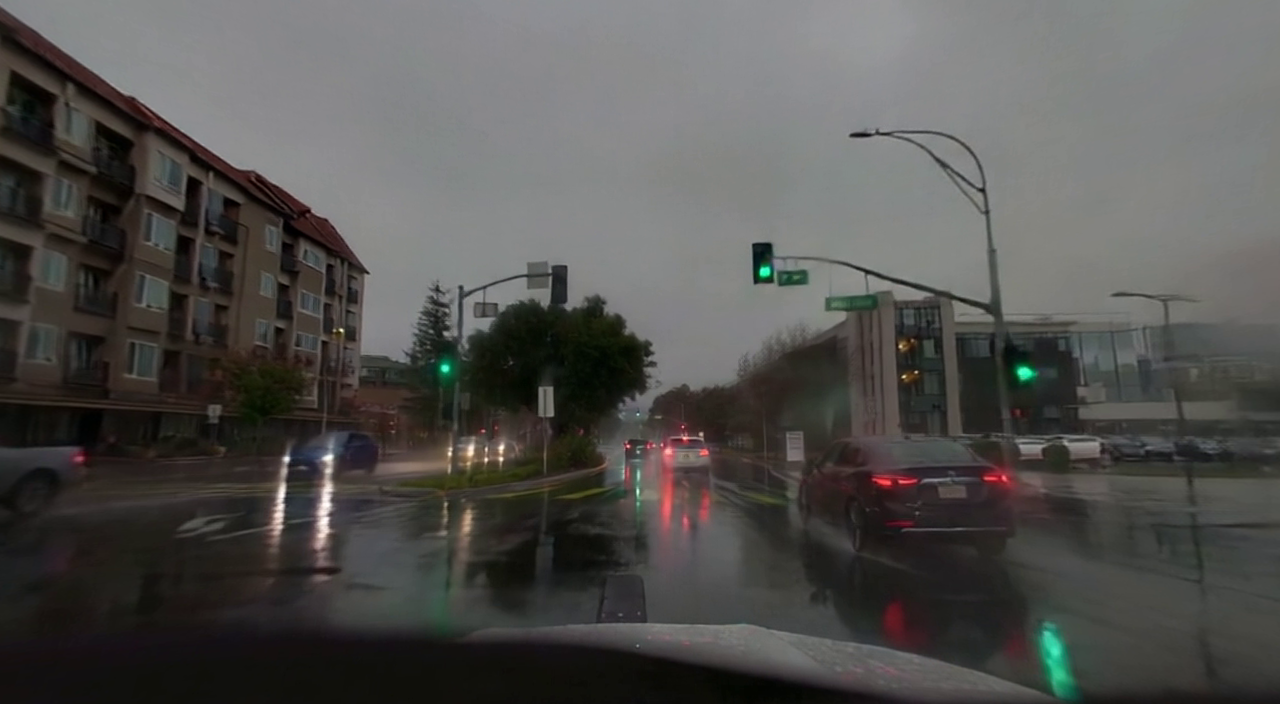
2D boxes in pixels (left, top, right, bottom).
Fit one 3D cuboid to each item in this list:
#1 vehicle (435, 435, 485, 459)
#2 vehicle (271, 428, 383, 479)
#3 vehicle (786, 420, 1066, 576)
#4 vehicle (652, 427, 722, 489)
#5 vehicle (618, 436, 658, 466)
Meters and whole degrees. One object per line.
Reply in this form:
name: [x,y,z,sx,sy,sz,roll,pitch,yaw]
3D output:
vehicle: [-12.216,6.483,43.175,1.969,1.566,4.549,0,-8,1]
vehicle: [-12.530,4.111,25.765,2.076,1.836,4.847,0,-8,0]
vehicle: [3.497,1.841,8.768,1.906,1.608,4.137,0,-8,0]
vehicle: [1.728,3.754,22.777,2.206,1.858,5.332,1,-8,5]
vehicle: [-0.131,5.447,34.877,2.059,1.492,3.925,0,-8,-1]
